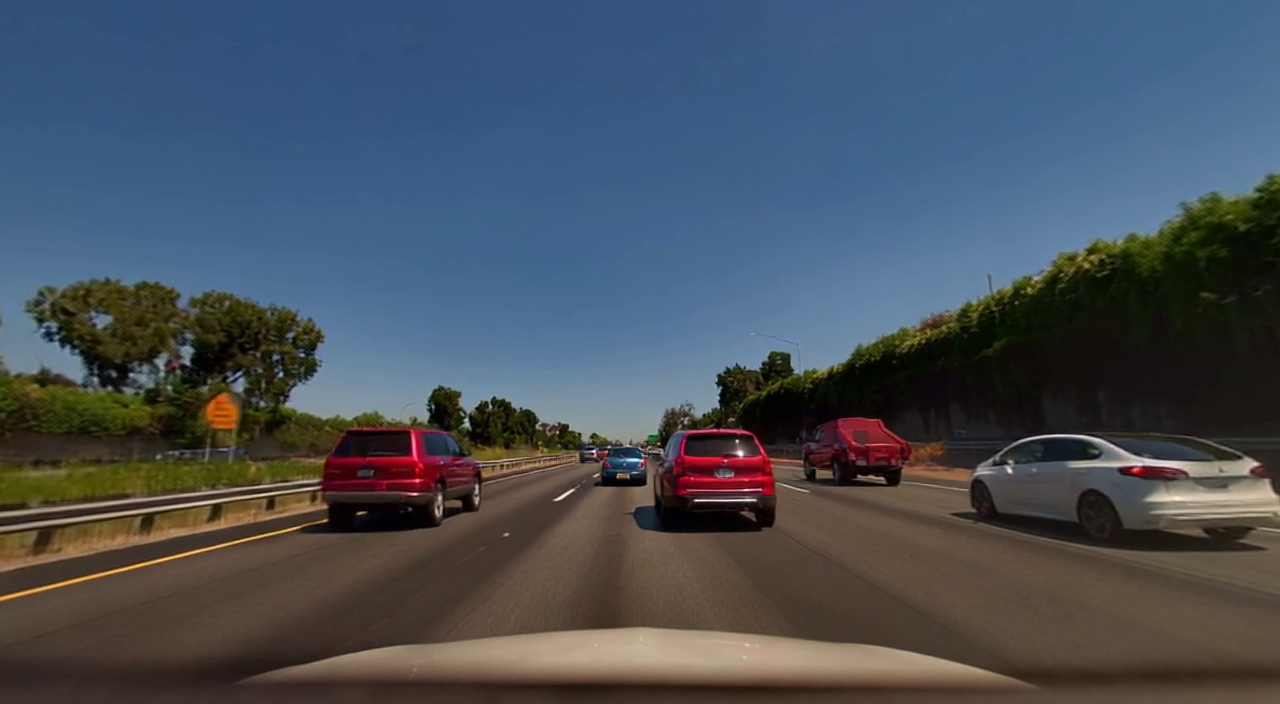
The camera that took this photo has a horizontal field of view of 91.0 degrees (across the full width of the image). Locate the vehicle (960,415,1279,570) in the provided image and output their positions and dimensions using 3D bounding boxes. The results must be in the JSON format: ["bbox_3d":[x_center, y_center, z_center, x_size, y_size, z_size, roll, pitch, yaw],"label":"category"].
[{"bbox_3d":[6.804,1.851,9.049,1.972,1.647,4.429,0,-9,-2],"label":"vehicle"}]

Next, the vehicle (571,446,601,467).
[{"bbox_3d":[-4.195,8.189,49.576,1.889,1.600,4.043,0,-9,1],"label":"vehicle"}]

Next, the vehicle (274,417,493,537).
[{"bbox_3d":[-4.319,2.199,11.635,2.047,1.755,4.638,0,-9,0],"label":"vehicle"}]

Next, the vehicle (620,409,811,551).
[{"bbox_3d":[0.893,1.909,9.930,2.230,1.740,3.976,1,-9,-4],"label":"vehicle"}]

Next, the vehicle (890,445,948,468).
[{"bbox_3d":[20.008,7.502,45.361,1.932,1.492,4.549,1,-9,-3],"label":"vehicle"}]

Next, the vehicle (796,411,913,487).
[{"bbox_3d":[7.809,3.643,23.729,2.390,2.503,5.788,0,-9,1],"label":"vehicle"}]
